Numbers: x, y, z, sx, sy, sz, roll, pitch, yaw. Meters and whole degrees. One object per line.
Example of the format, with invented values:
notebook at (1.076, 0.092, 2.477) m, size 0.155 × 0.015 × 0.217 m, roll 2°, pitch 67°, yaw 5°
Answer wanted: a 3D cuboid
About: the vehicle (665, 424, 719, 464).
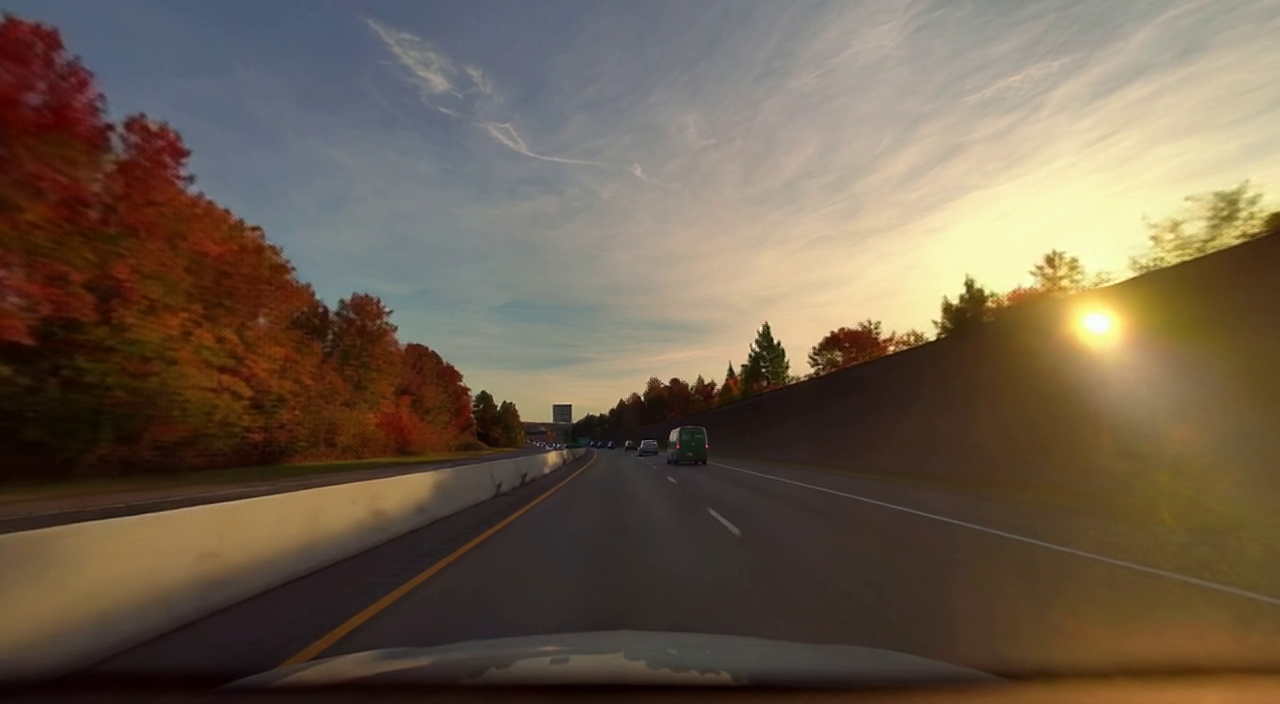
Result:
vehicle at (2.849, 5.229, 35.753) m, size 2.393 × 2.072 × 4.958 m, roll 1°, pitch -8°, yaw -3°
